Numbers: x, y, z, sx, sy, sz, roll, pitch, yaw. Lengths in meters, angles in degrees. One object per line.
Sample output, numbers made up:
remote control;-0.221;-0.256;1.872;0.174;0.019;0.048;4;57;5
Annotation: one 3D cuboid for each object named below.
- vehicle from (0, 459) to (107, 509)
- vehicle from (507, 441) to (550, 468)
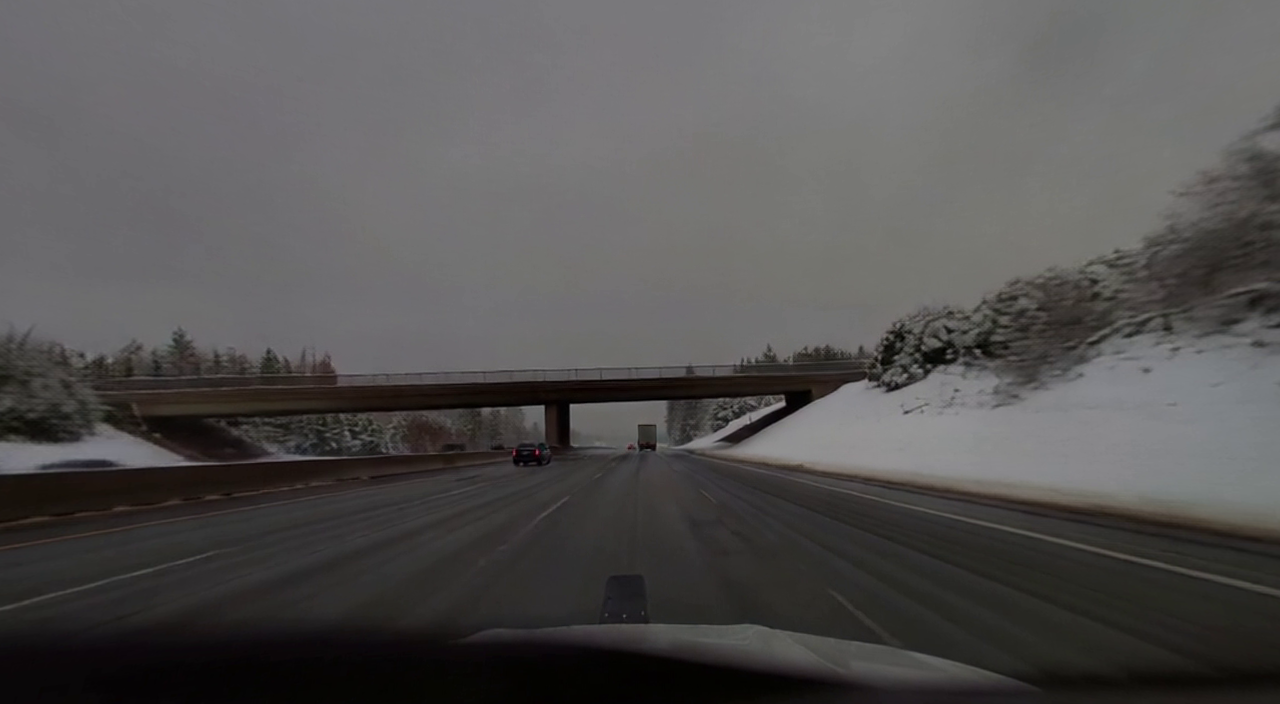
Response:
vehicle;-20.867;4.408;21.248;1.779;1.445;4.509;0;-8;1
vehicle;-7.203;6.662;41.228;1.981;1.685;4.171;0;-8;1
